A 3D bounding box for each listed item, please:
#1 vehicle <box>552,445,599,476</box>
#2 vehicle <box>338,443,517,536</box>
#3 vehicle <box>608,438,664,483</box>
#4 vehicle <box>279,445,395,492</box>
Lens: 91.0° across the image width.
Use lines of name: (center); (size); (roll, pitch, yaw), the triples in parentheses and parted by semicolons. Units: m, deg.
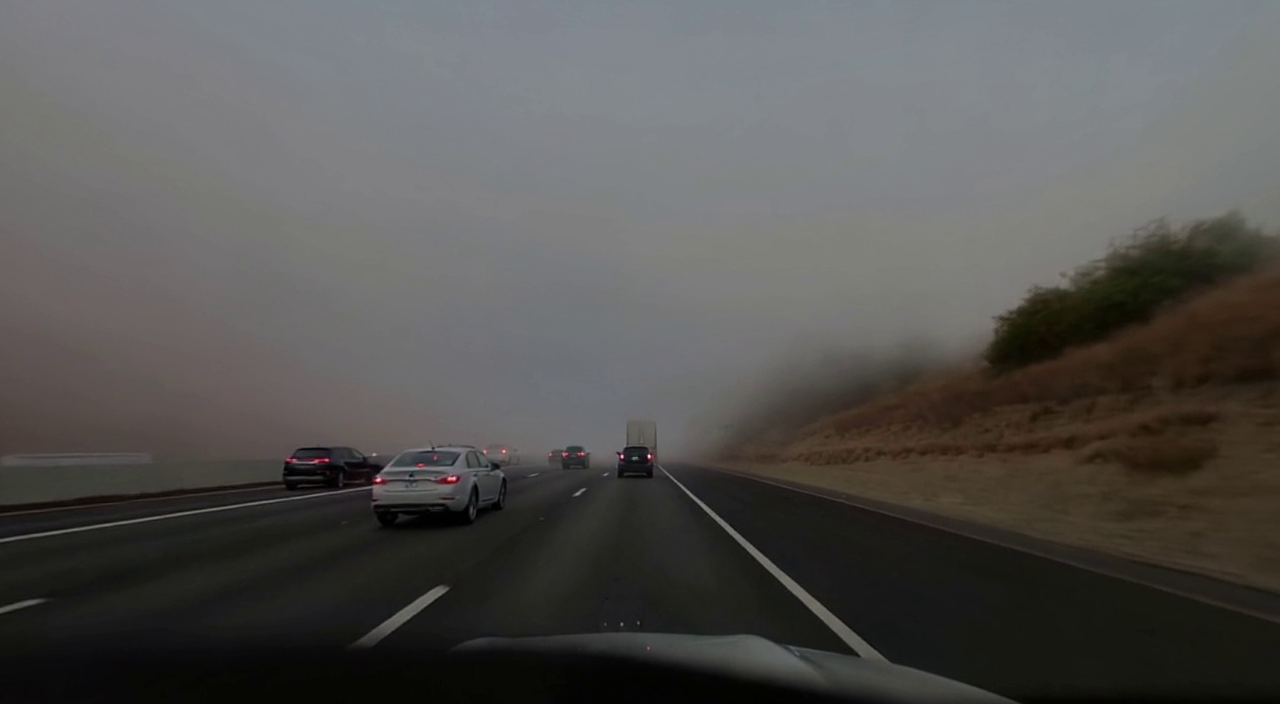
vehicle: (-3.650, 6.254, 36.636); (2.155, 1.661, 4.477); (0, -9, 1)
vehicle: (-3.931, 2.598, 12.609); (1.943, 1.468, 4.547); (0, -9, 1)
vehicle: (-0.166, 4.790, 28.001); (2.281, 1.795, 4.297); (1, -9, 0)
vehicle: (-10.931, 4.207, 23.155); (1.950, 1.507, 4.527); (0, -9, 1)
